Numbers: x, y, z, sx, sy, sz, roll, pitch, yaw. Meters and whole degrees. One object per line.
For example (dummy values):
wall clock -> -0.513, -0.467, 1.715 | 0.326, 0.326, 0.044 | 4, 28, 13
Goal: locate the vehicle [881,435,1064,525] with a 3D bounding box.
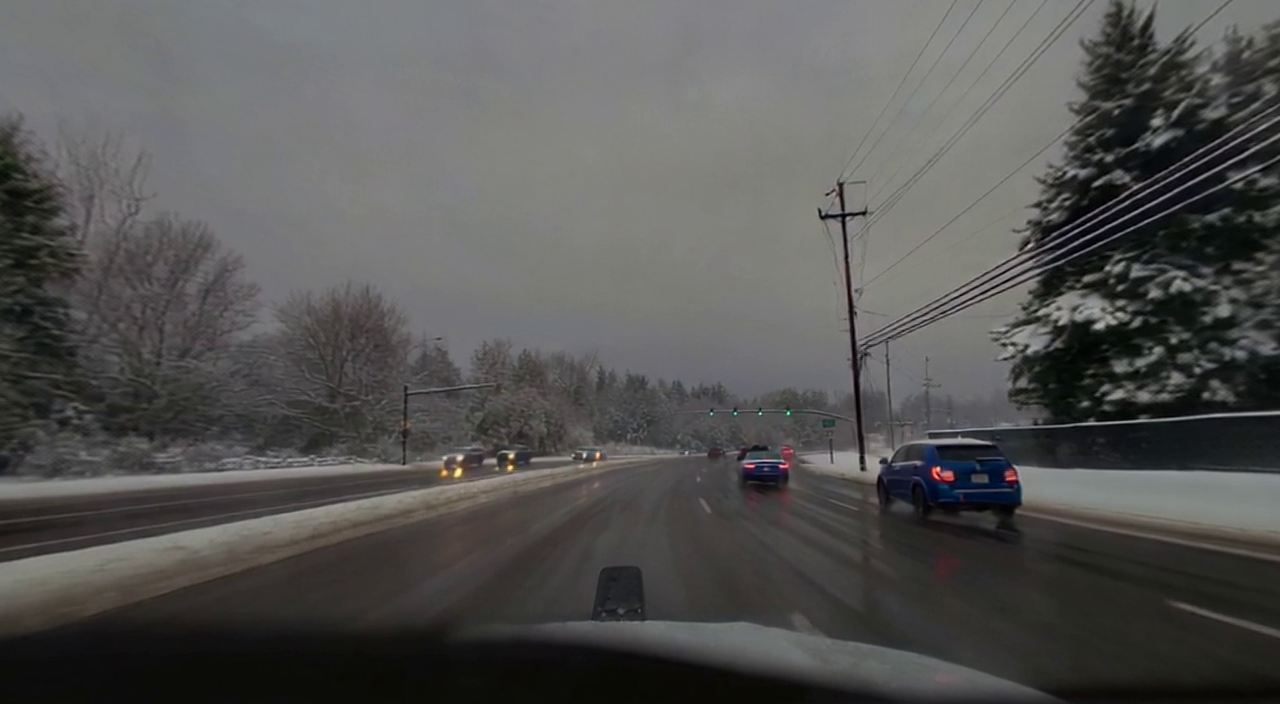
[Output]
vehicle -> 7.627, 2.966, 15.132 | 2.029, 1.795, 4.371 | 0, -9, 1

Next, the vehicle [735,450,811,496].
vehicle -> 4.634, 4.263, 22.663 | 2.035, 1.460, 4.392 | -1, -9, 4
